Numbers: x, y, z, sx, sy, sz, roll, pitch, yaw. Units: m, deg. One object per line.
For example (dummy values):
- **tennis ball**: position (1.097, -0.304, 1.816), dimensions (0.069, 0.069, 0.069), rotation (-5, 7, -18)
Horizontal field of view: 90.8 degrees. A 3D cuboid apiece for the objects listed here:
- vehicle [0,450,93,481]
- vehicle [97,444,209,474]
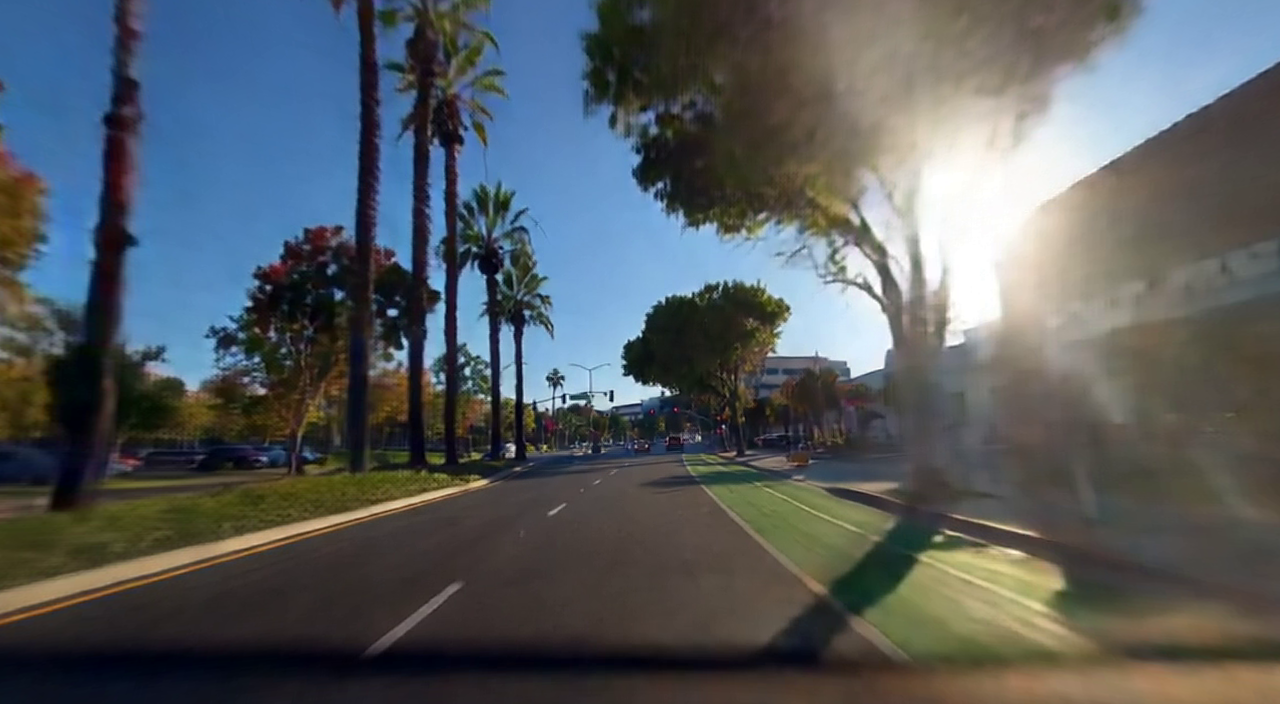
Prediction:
- **vehicle**: position (-30.262, 5.664, 31.574), dimensions (4.479, 1.465, 1.772), rotation (-1, -9, 7)
- **vehicle**: position (-30.281, 6.671, 39.382), dimensions (5.174, 1.778, 2.292), rotation (-1, -8, 3)
